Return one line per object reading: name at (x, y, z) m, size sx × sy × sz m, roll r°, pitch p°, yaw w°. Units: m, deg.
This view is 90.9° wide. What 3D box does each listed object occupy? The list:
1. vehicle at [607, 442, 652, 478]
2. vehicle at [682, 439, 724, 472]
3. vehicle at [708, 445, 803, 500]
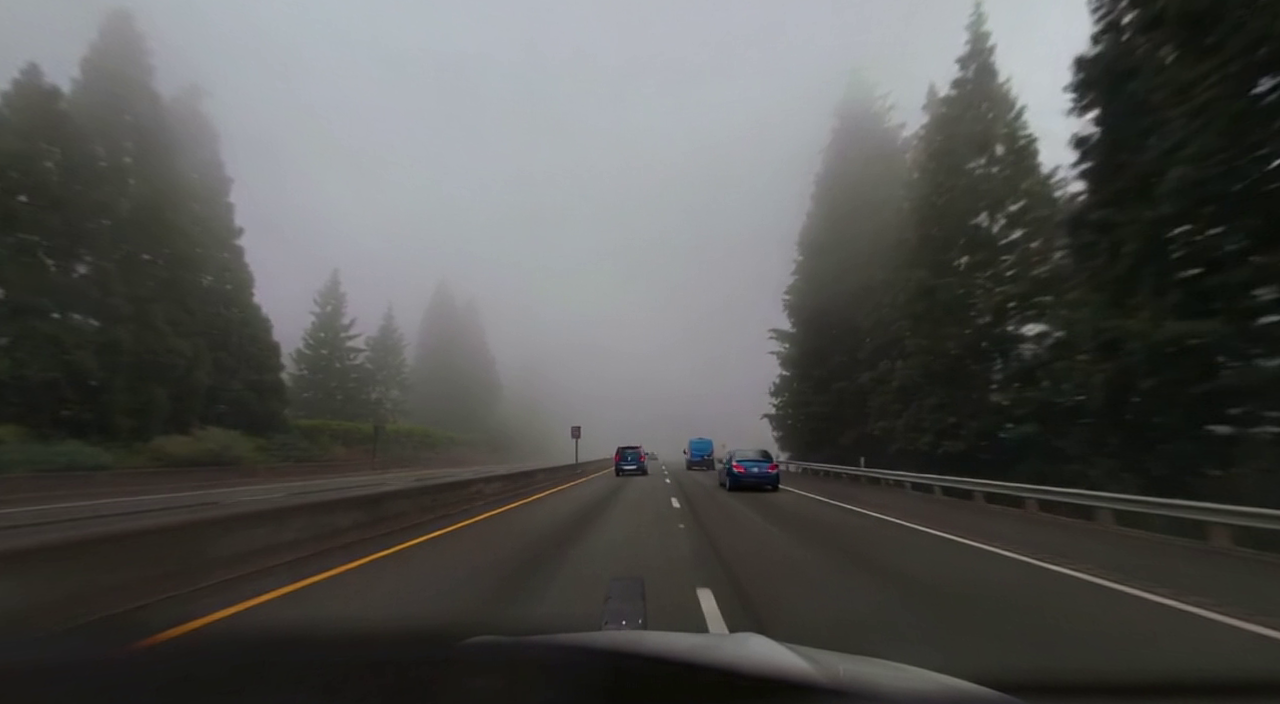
vehicle at (-0.458, 5.505, 32.274) m, size 2.087 × 1.707 × 4.316 m, roll -1°, pitch -9°, yaw 2°
vehicle at (4.069, 6.806, 41.515) m, size 2.371 × 2.045 × 4.768 m, roll -1°, pitch -9°, yaw 1°
vehicle at (3.314, 3.577, 19.167) m, size 2.043 × 1.431 × 4.922 m, roll -1°, pitch -9°, yaw 1°
